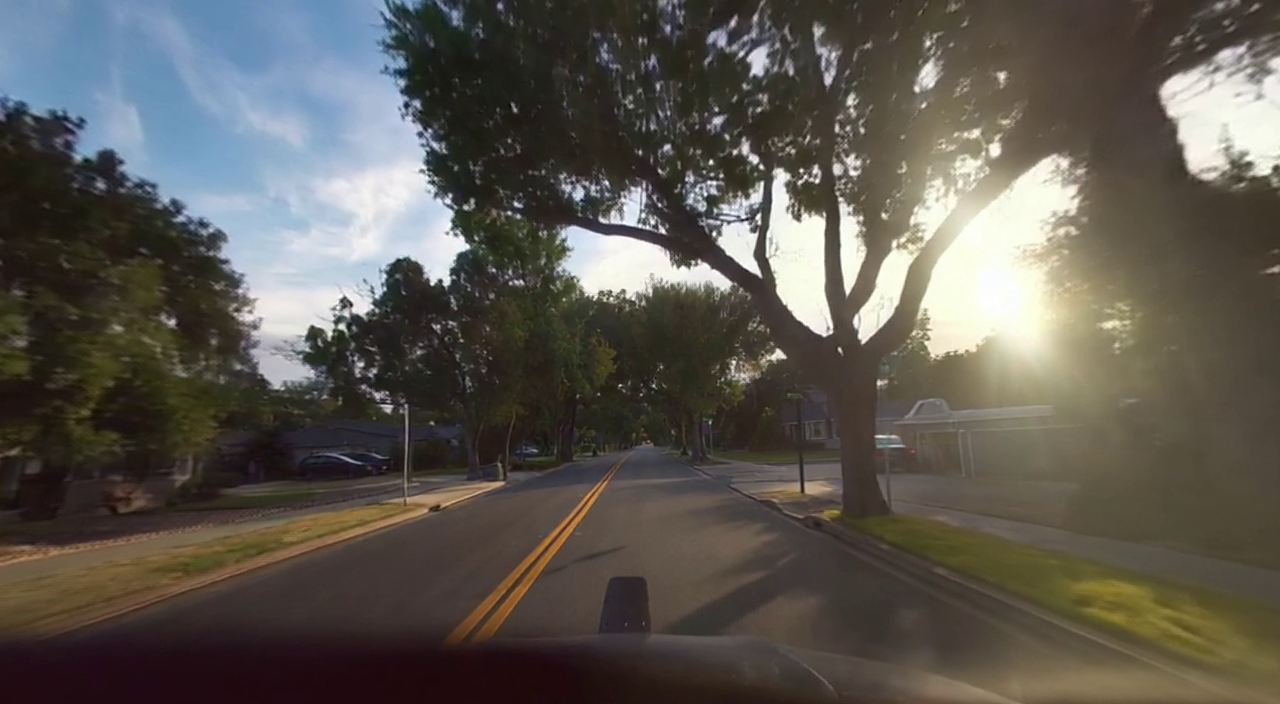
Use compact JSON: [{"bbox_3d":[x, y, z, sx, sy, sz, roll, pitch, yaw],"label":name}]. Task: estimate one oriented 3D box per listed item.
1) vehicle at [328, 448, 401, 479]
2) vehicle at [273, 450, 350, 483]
[{"bbox_3d":[-14.837,6.022,34.276,1.830,1.495,4.641,0,-8,1],"label":"vehicle"},{"bbox_3d":[-17.707,6.148,34.221,1.903,1.500,4.214,-1,-7,1],"label":"vehicle"}]
